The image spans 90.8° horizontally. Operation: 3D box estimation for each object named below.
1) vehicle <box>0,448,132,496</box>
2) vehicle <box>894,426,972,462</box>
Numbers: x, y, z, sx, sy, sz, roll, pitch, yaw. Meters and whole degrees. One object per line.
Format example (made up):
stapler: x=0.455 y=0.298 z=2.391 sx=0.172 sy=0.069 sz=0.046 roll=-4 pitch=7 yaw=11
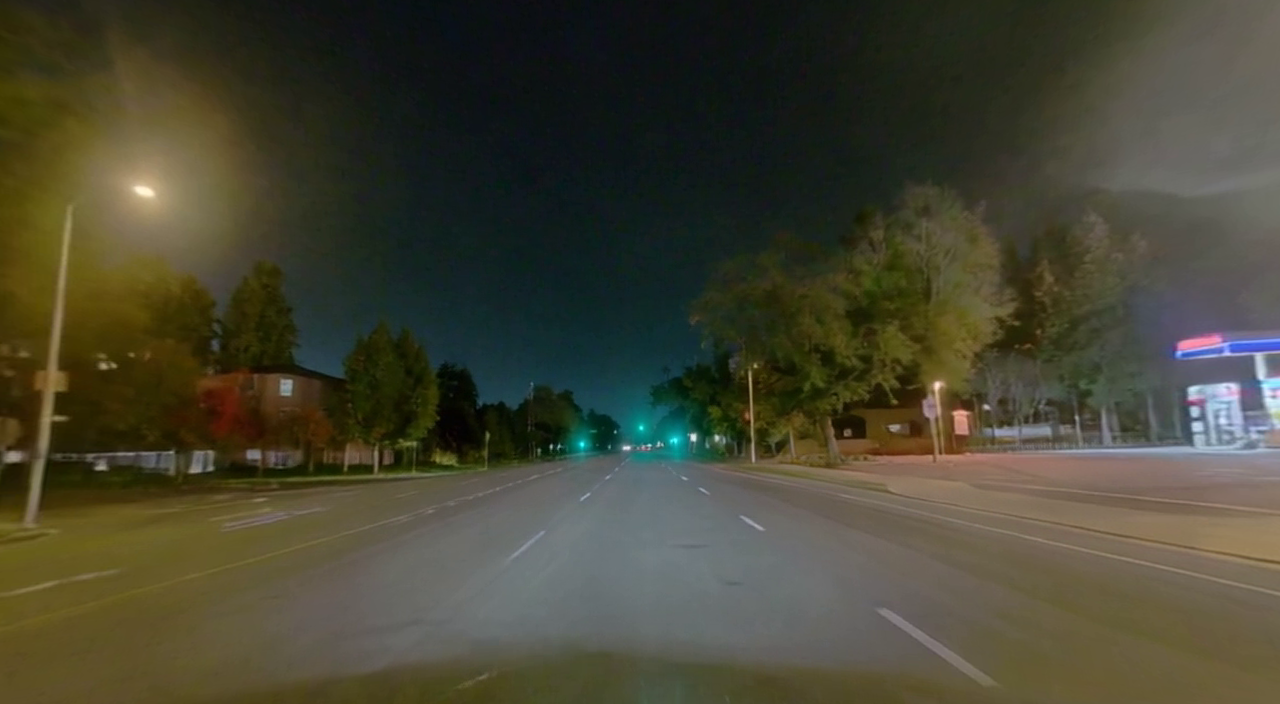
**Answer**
vehicle: x=-30.654 y=6.236 z=33.105 sx=5.937 sy=2.345 sz=2.252 roll=0 pitch=-9 yaw=-1
vehicle: x=17.344 y=5.442 z=37.711 sx=2.314 sy=1.921 sz=5.069 roll=-1 pitch=-7 yaw=2
